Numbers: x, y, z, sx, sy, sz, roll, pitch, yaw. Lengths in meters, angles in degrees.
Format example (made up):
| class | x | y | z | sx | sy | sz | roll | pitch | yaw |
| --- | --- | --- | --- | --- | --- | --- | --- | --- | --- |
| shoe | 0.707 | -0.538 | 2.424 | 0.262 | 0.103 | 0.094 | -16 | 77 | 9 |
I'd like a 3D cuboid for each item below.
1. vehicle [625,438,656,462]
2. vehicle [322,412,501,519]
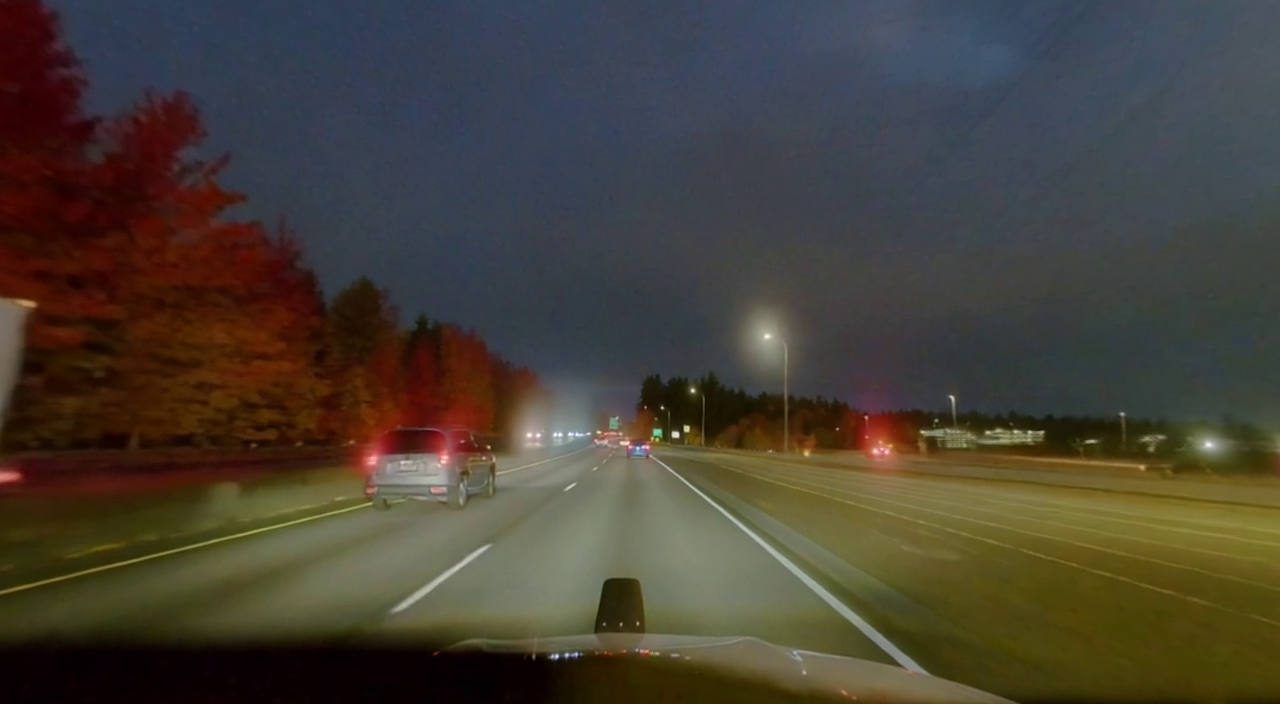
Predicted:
| class | x | y | z | sx | sy | sz | roll | pitch | yaw |
| --- | --- | --- | --- | --- | --- | --- | --- | --- | --- |
| vehicle | 0.025 | 6.391 | 41.271 | 1.939 | 1.497 | 3.863 | 0 | -8 | 0 |
| vehicle | -4.204 | 2.157 | 12.440 | 1.924 | 1.720 | 4.195 | 0 | -8 | 0 |
